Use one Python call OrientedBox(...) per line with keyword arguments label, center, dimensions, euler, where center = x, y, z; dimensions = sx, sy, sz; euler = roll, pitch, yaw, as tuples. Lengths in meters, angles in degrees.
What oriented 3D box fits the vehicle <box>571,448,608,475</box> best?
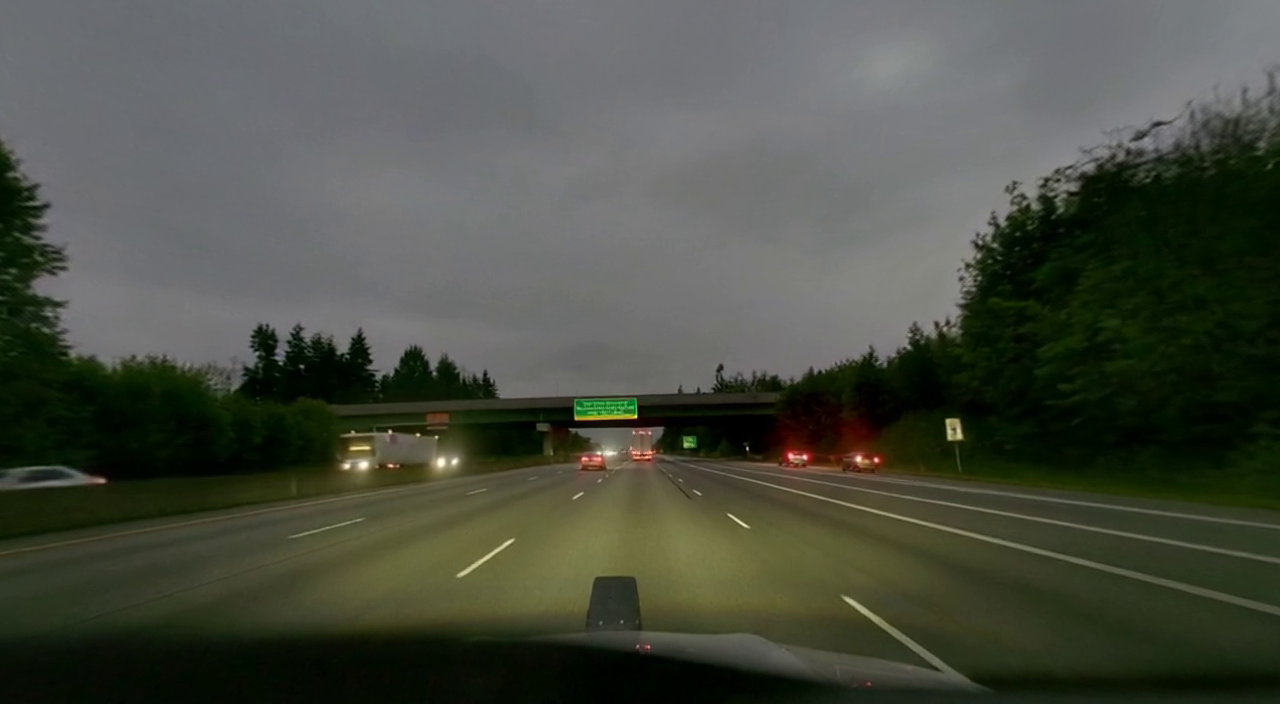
OrientedBox(label="vehicle", center=(-3.367, 7.413, 43.001), dimensions=(2.160, 1.724, 4.997), euler=(0, -9, 0))
